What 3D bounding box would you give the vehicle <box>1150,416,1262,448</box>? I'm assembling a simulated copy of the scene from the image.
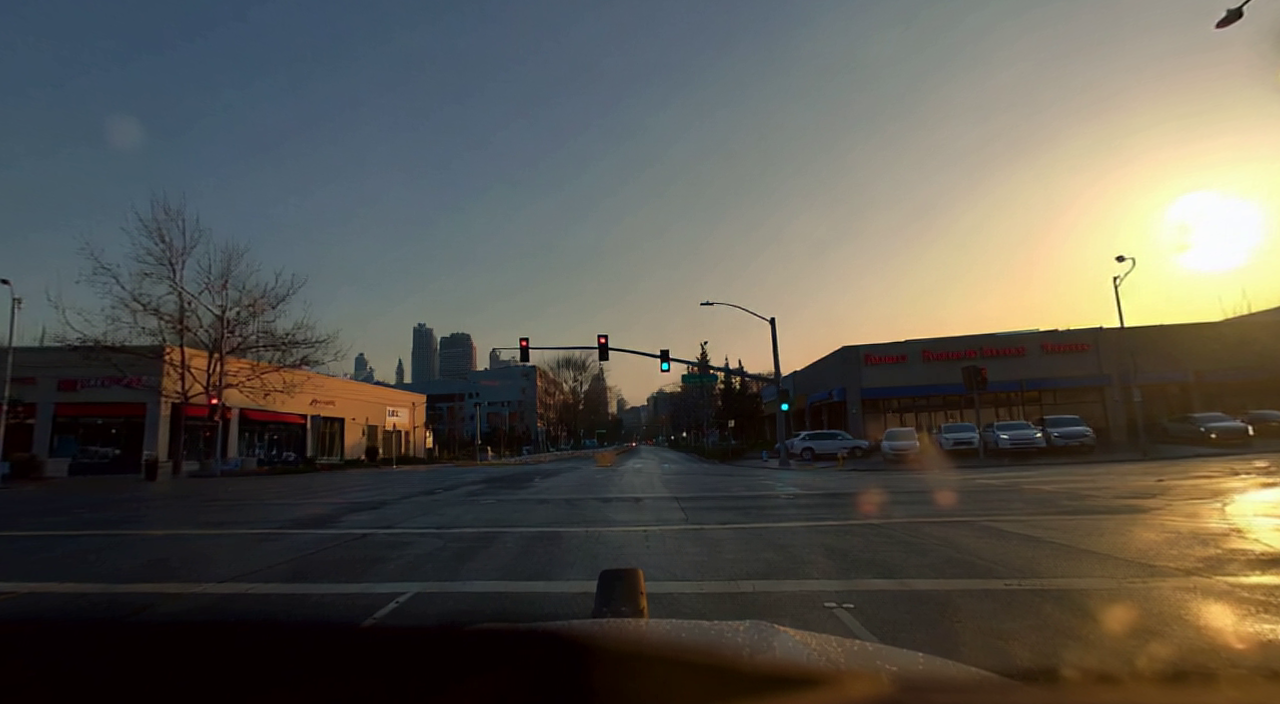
[{"bbox_3d":[28.291,4.072,31.706,1.799,1.459,4.266,-1,-8,3],"label":"vehicle"}]
